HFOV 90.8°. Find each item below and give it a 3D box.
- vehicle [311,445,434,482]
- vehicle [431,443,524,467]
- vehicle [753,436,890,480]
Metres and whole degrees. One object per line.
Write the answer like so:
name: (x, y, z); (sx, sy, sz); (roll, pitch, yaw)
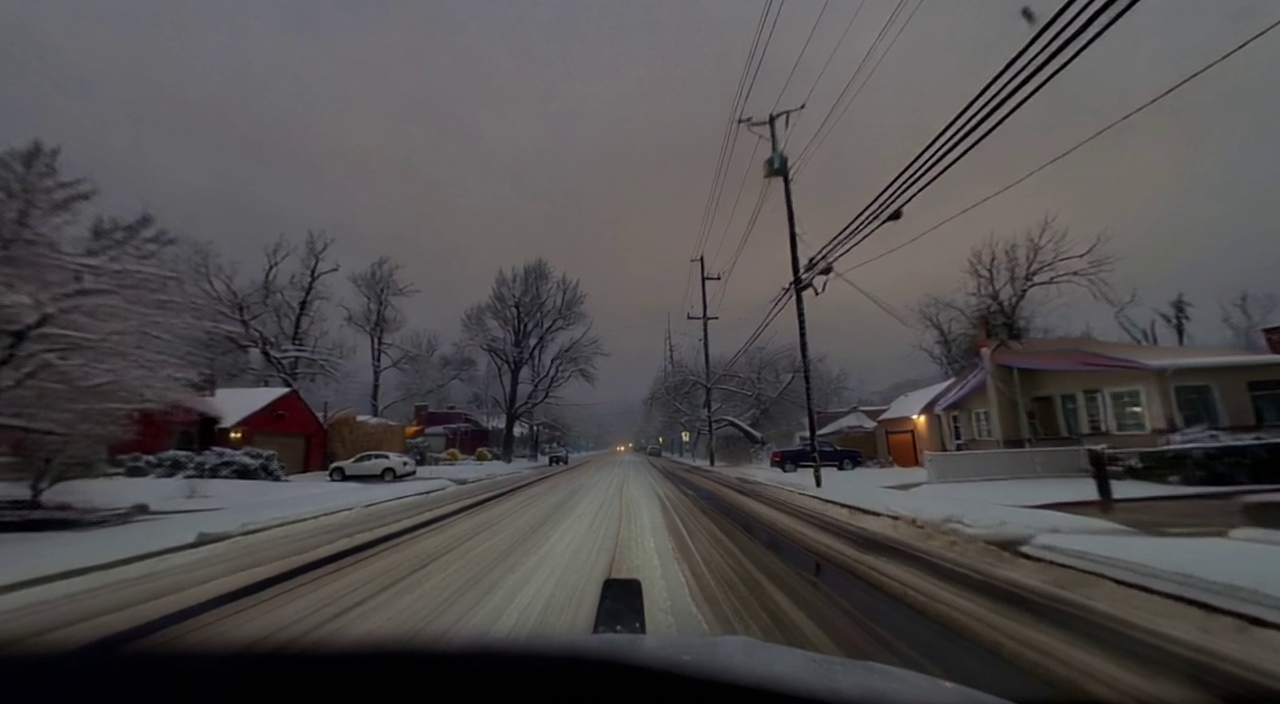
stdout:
vehicle: (-11.401, 4.778, 27.191); (4.371, 1.482, 1.954); (0, -9, -3)
vehicle: (-12.603, 8.045, 49.417); (6.619, 1.759, 2.632); (0, -8, -2)
vehicle: (8.720, 5.132, 30.863); (5.890, 1.896, 2.459); (-1, -8, -1)
